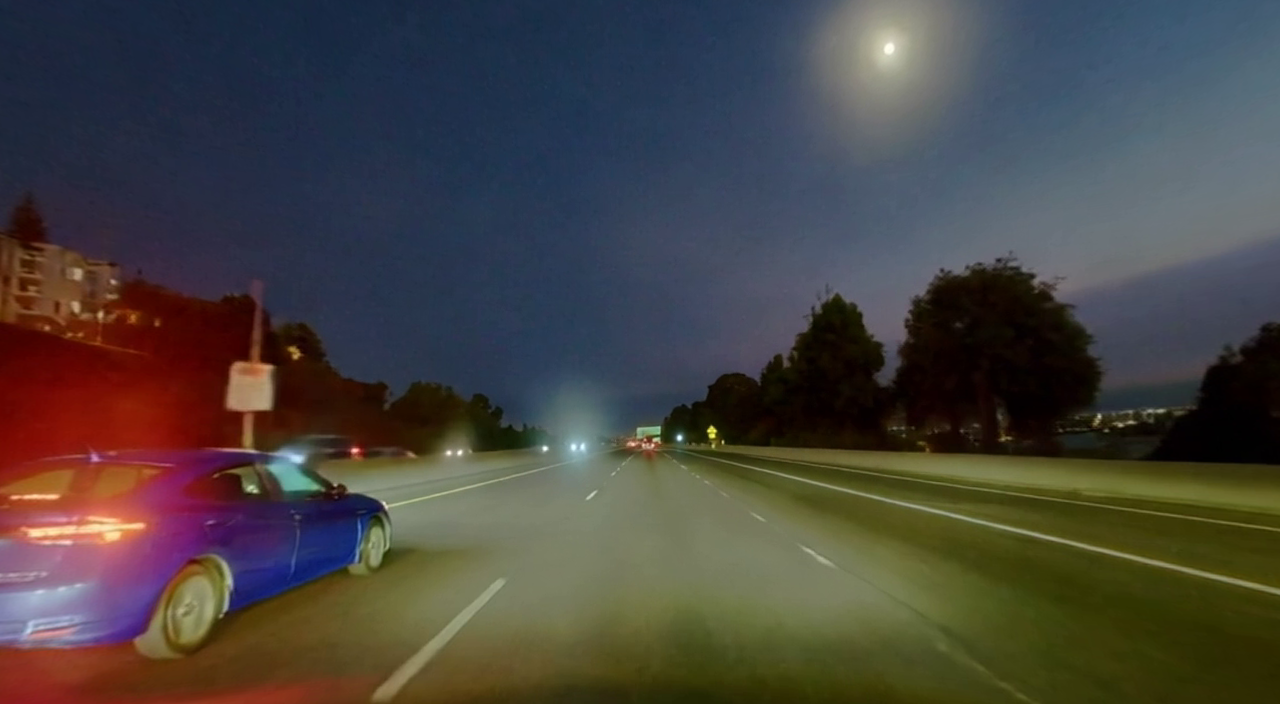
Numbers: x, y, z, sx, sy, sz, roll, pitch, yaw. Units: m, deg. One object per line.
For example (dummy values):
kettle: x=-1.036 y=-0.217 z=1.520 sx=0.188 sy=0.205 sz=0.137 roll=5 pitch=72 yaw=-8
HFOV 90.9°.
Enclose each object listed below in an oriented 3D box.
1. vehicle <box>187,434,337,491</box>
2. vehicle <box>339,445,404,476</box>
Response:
vehicle: x=-11.870 y=3.476 z=20.268 sx=2.020 sy=1.615 sz=4.537 roll=0 pitch=-8 yaw=0
vehicle: x=-14.578 y=5.905 z=34.485 sx=1.766 sy=1.535 sz=3.904 roll=0 pitch=-8 yaw=0
